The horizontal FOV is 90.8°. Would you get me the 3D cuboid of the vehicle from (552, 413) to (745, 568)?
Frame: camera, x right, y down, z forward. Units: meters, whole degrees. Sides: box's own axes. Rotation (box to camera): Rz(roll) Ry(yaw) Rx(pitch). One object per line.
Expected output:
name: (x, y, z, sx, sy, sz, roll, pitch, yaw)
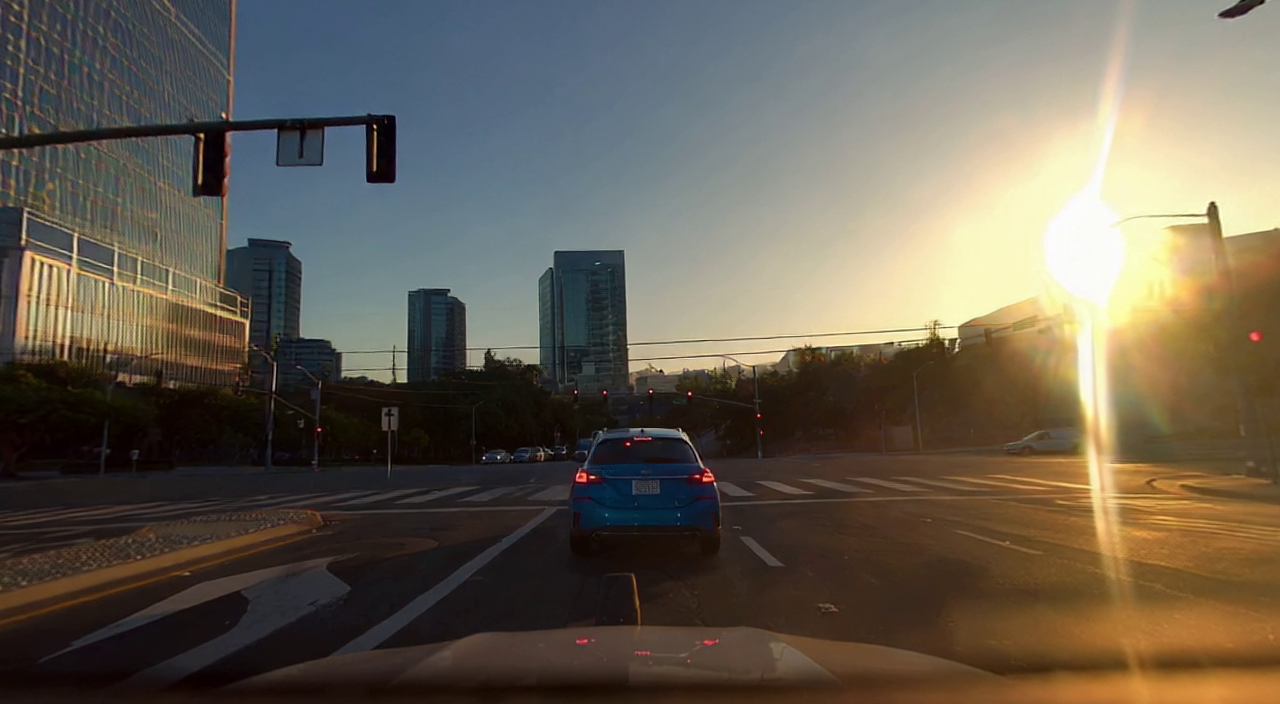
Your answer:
vehicle: (0.046, 1.754, 8.705, 2.027, 1.626, 3.942, 0, -8, -1)
